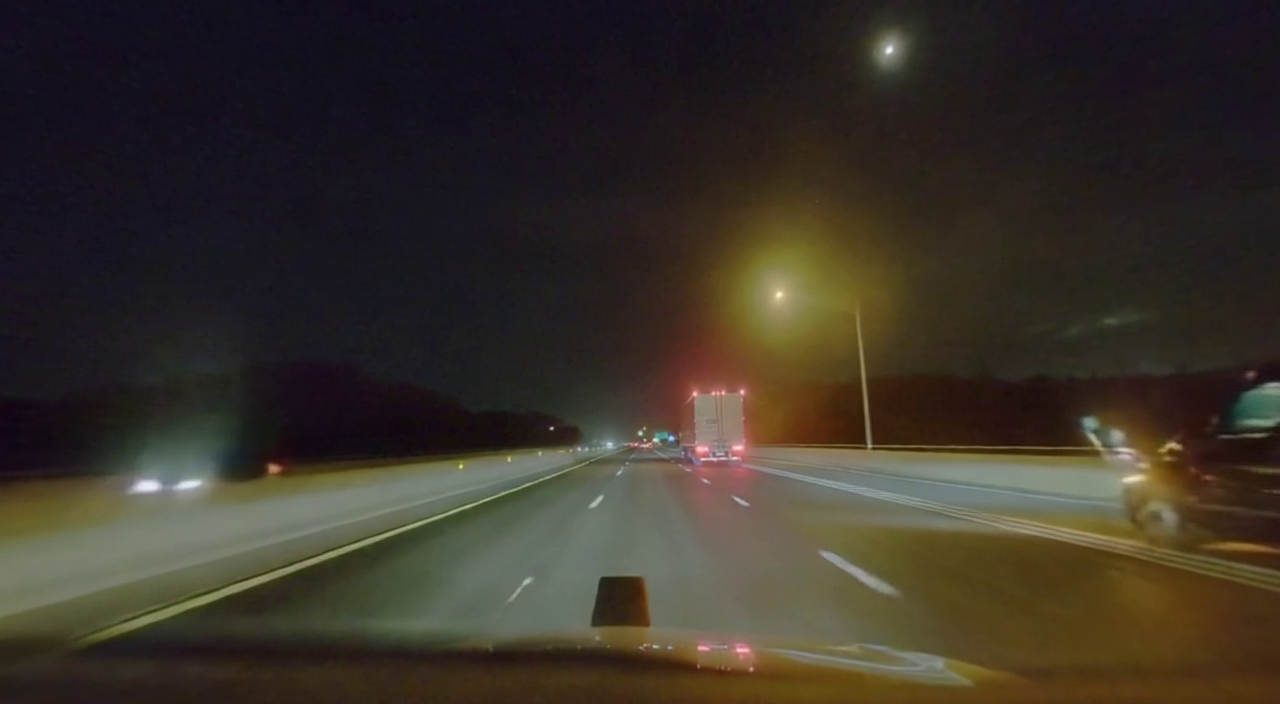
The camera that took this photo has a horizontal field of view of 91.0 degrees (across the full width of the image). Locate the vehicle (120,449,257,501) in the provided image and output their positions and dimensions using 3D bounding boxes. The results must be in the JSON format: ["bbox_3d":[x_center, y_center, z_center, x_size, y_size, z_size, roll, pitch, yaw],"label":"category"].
[{"bbox_3d":[-15.317,4.149,21.638,1.746,1.518,3.857,-1,-8,2],"label":"vehicle"}]

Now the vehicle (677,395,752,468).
[{"bbox_3d":[4.746,5.641,44.022,3.187,4.197,15.004,0,-8,-1],"label":"vehicle"}]

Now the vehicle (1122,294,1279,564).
[{"bbox_3d":[7.768,0.541,4.691,2.474,2.730,7.349,0,-8,0],"label":"vehicle"}]
